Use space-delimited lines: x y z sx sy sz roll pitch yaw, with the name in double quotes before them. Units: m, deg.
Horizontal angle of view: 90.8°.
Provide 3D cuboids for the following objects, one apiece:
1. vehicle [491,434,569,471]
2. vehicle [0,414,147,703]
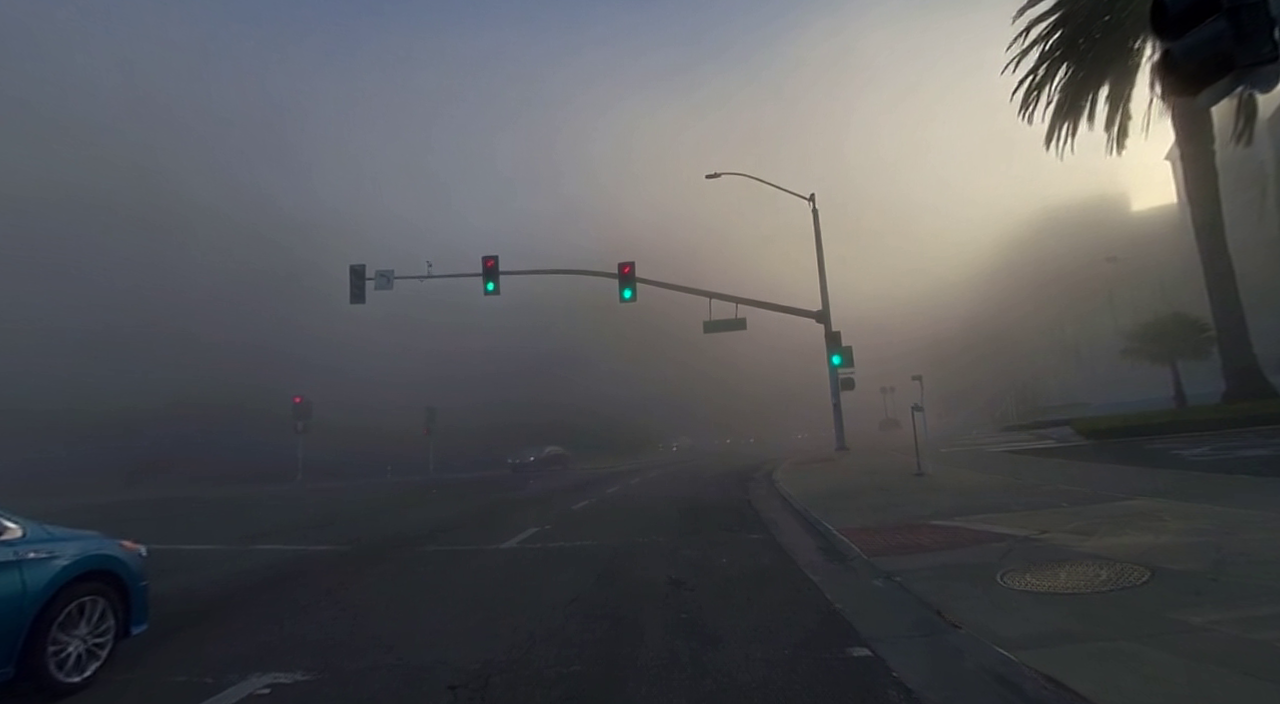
"vehicle" -5.702 5.307 33.460 2.181 1.792 4.648 -3 -9 16
"vehicle" -3.339 0.732 0.638 2.071 1.482 4.446 0 -9 0
